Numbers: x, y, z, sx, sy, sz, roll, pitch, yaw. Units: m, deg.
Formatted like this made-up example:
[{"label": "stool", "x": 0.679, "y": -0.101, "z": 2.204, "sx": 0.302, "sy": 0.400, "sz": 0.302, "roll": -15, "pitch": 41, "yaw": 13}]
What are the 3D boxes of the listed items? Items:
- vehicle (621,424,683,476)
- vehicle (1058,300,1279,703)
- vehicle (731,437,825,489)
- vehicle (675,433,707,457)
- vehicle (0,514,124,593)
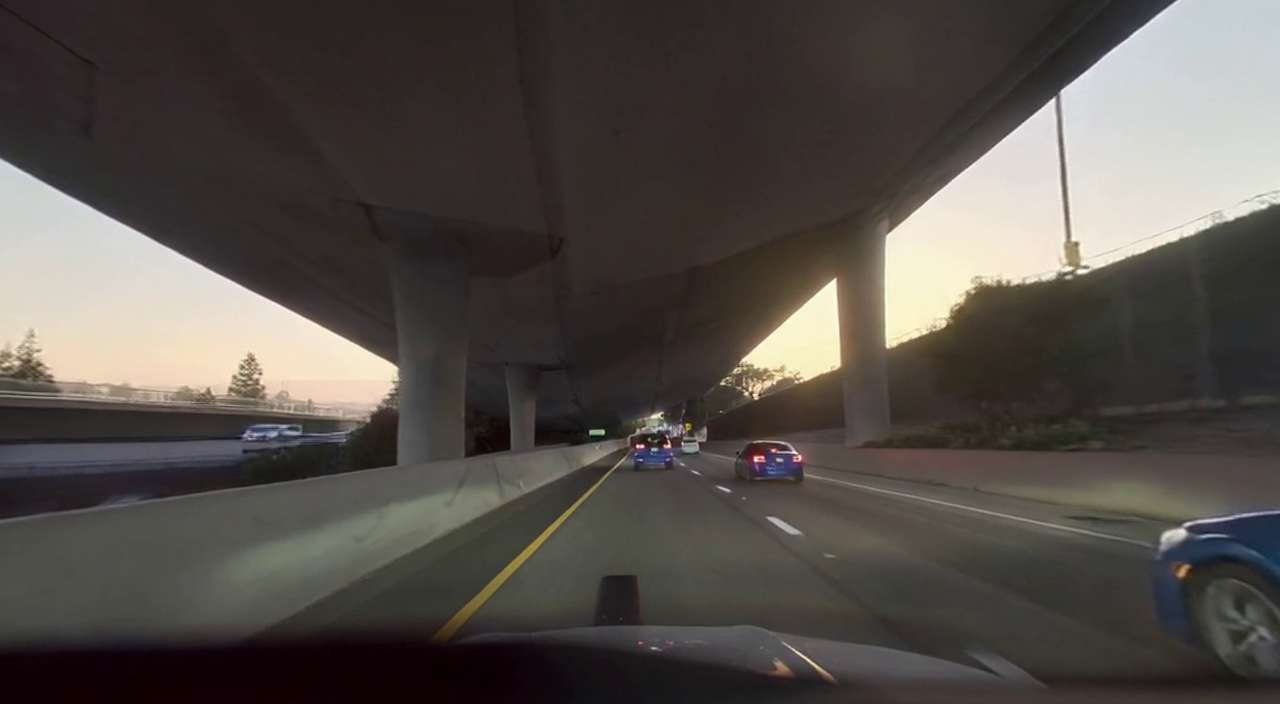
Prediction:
[{"label": "vehicle", "x": 0.443, "y": 3.912, "z": 25.364, "sx": 2.264, "sy": 1.841, "sz": 4.583, "roll": 1, "pitch": -8, "yaw": 0}, {"label": "vehicle", "x": 4.133, "y": 0.596, "z": 1.486, "sx": 2.404, "sy": 2.014, "sz": 5.655, "roll": 1, "pitch": -8, "yaw": 0}, {"label": "vehicle", "x": 4.330, "y": 3.528, "z": 20.438, "sx": 2.047, "sy": 1.500, "sz": 4.017, "roll": 1, "pitch": -8, "yaw": -2}, {"label": "vehicle", "x": 3.864, "y": 7.111, "z": 48.335, "sx": 2.047, "sy": 1.700, "sz": 4.069, "roll": 1, "pitch": -8, "yaw": -1}, {"label": "vehicle", "x": -19.284, "y": 6.308, "z": 20.123, "sx": 1.939, "sy": 1.689, "sz": 4.298, "roll": 1, "pitch": -8, "yaw": -2}]
